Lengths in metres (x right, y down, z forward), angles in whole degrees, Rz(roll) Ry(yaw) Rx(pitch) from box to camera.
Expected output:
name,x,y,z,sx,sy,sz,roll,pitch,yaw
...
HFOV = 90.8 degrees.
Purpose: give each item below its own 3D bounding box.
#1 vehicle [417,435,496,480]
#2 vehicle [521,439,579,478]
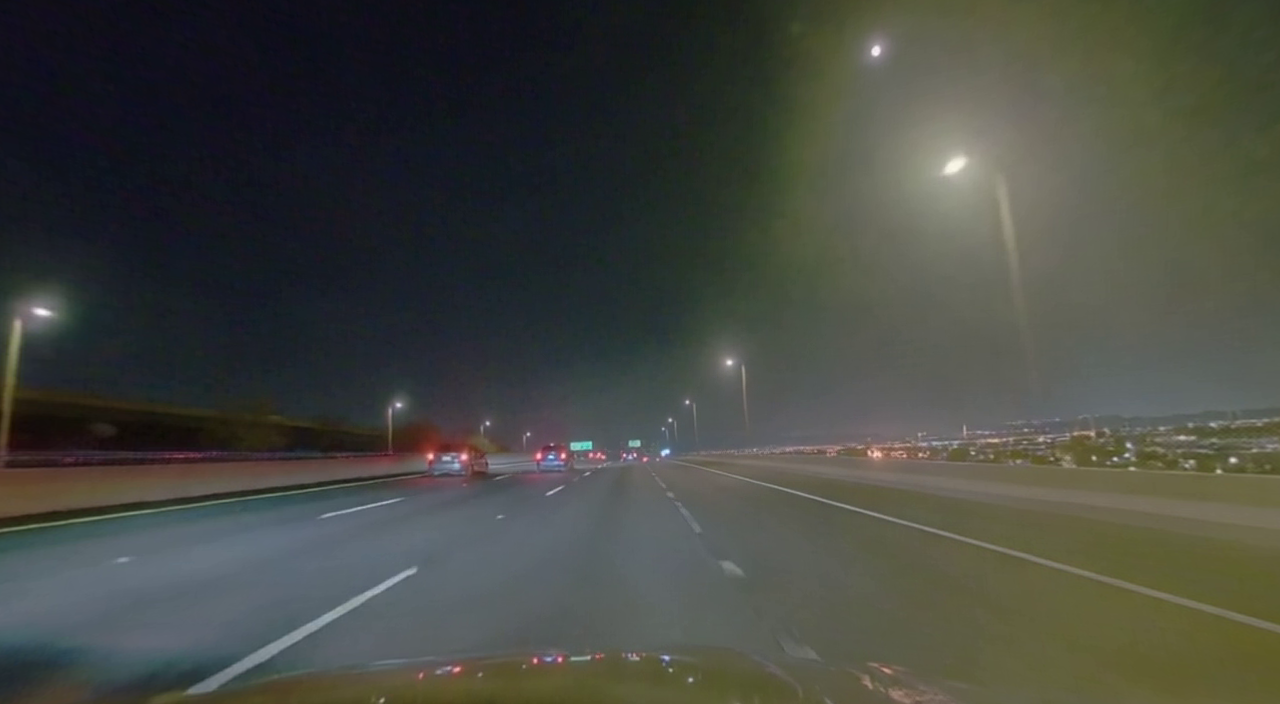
name,x,y,z,sx,sy,sz,roll,pitch,yaw
vehicle,-8.042,4.675,28.238,2.040,1.824,4.917,0,-9,0
vehicle,-4.173,4.993,29.908,2.075,1.702,4.257,0,-9,0
